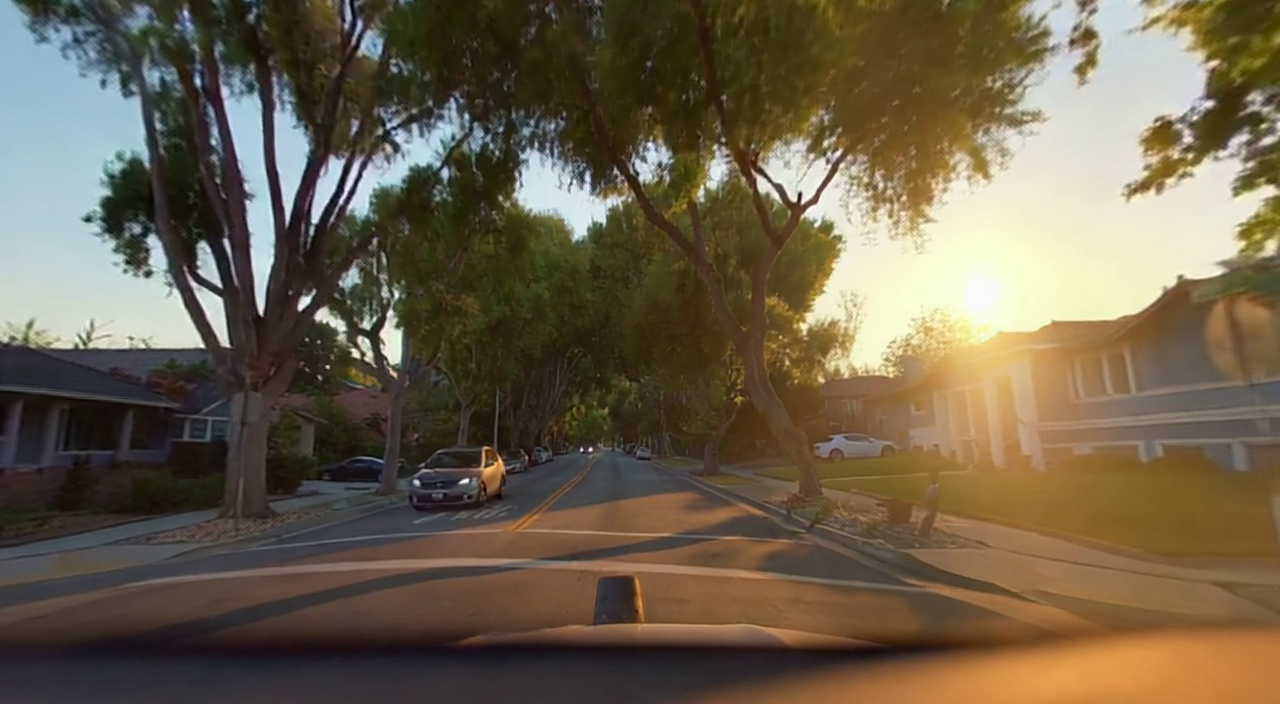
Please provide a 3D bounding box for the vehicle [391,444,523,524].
[{"bbox_3d":[-4.338,3.175,15.805,1.973,1.683,4.400,0,-9,0],"label":"vehicle"}]

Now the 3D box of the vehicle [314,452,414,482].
[{"bbox_3d":[-14.707,6.116,33.734,4.487,1.464,1.889,-1,-9,10],"label":"vehicle"}]

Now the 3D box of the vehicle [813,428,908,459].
[{"bbox_3d":[11.661,4.861,33.675,4.389,1.480,2.038,-2,-7,8],"label":"vehicle"}]
